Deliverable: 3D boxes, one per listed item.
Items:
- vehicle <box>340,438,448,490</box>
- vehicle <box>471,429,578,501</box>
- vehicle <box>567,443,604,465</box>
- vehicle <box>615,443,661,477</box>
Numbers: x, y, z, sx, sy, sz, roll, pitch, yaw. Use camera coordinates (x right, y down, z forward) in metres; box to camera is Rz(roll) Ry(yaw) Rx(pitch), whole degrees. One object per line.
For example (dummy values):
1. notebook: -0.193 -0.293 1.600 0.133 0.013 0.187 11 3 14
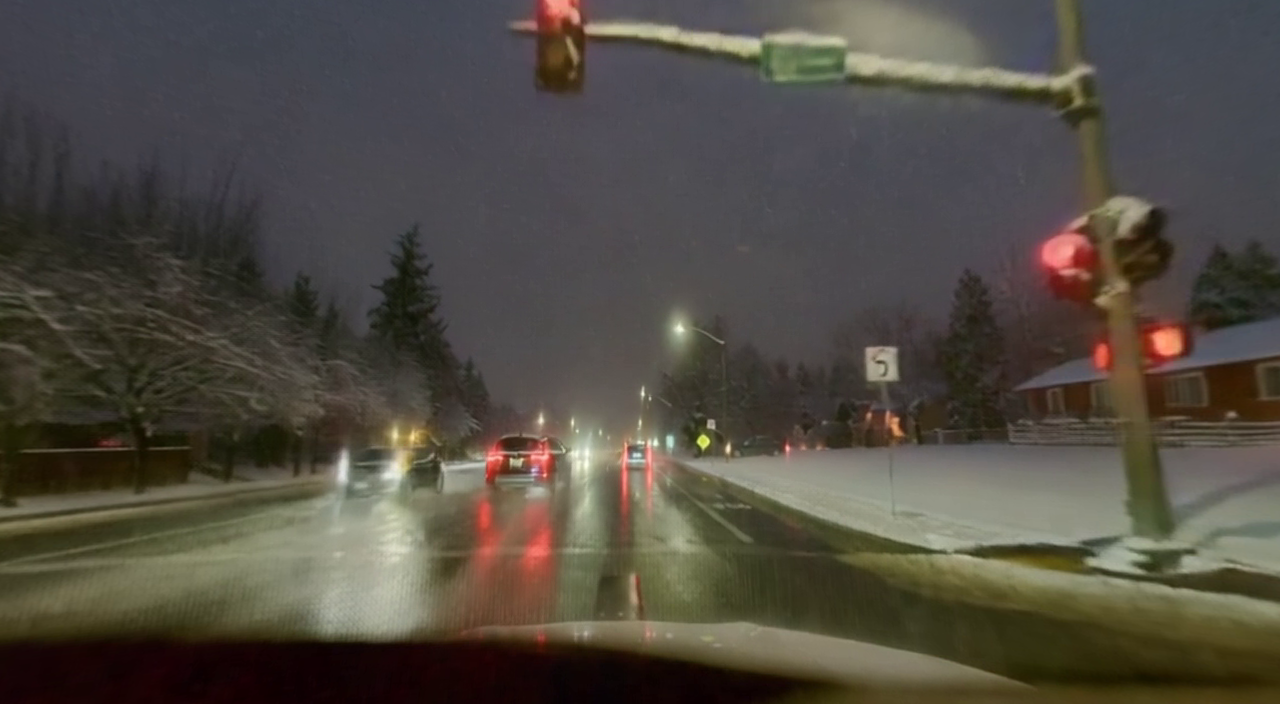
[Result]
1. vehicle: -9.014 4.126 23.653 2.149 1.662 4.600 -2 -8 1
2. vehicle: -3.114 3.158 18.065 2.157 1.771 4.452 0 -8 1
3. vehicle: -3.893 7.356 45.671 2.268 1.522 4.350 0 -8 0
4. vehicle: -0.101 5.205 30.750 2.062 1.518 3.901 0 -8 0
